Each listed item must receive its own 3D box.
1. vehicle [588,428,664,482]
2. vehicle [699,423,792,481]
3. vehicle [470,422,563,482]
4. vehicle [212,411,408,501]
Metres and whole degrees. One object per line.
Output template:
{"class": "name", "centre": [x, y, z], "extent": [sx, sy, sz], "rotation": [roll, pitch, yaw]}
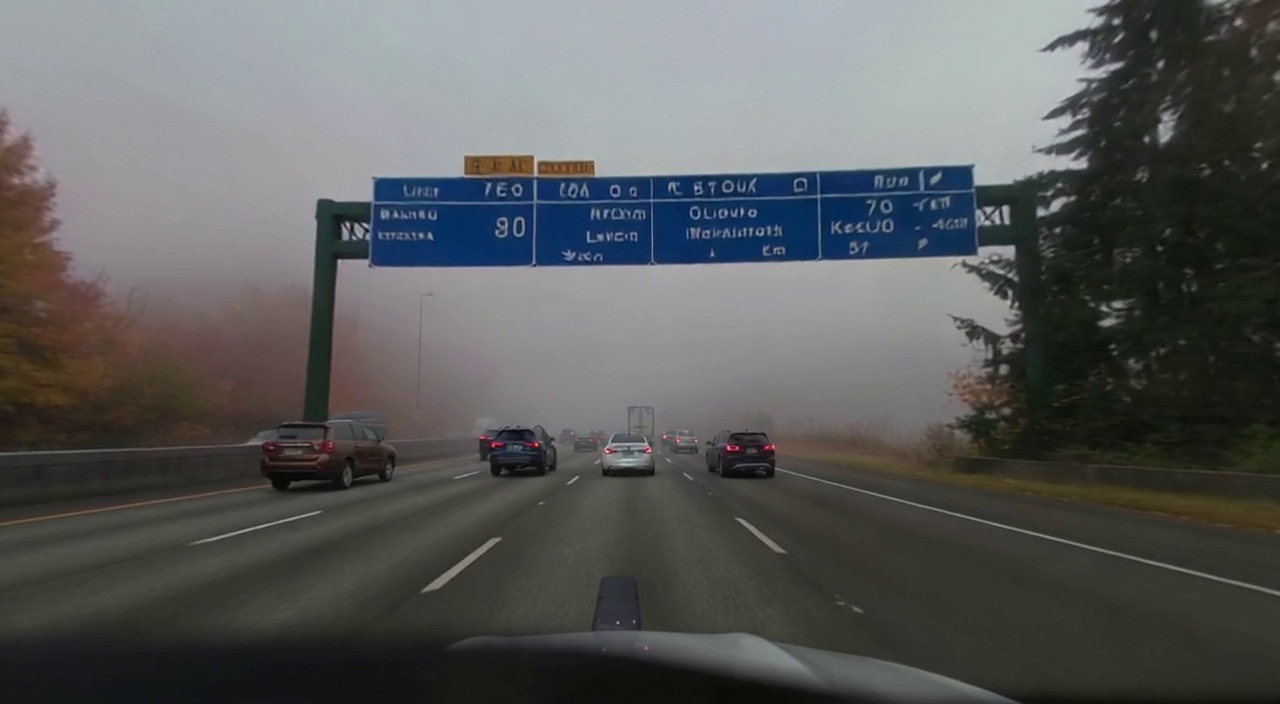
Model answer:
{"class": "vehicle", "centre": [-0.394, 3.158, 19.670], "extent": [2.111, 1.494, 4.364], "rotation": [0, -8, 0]}
{"class": "vehicle", "centre": [3.235, 3.153, 20.226], "extent": [2.095, 1.650, 4.331], "rotation": [0, -8, -2]}
{"class": "vehicle", "centre": [-3.785, 3.130, 20.042], "extent": [2.064, 1.672, 4.277], "rotation": [0, -8, 0]}
{"class": "vehicle", "centre": [-7.540, 2.418, 15.093], "extent": [2.117, 1.779, 4.745], "rotation": [0, -8, 0]}
